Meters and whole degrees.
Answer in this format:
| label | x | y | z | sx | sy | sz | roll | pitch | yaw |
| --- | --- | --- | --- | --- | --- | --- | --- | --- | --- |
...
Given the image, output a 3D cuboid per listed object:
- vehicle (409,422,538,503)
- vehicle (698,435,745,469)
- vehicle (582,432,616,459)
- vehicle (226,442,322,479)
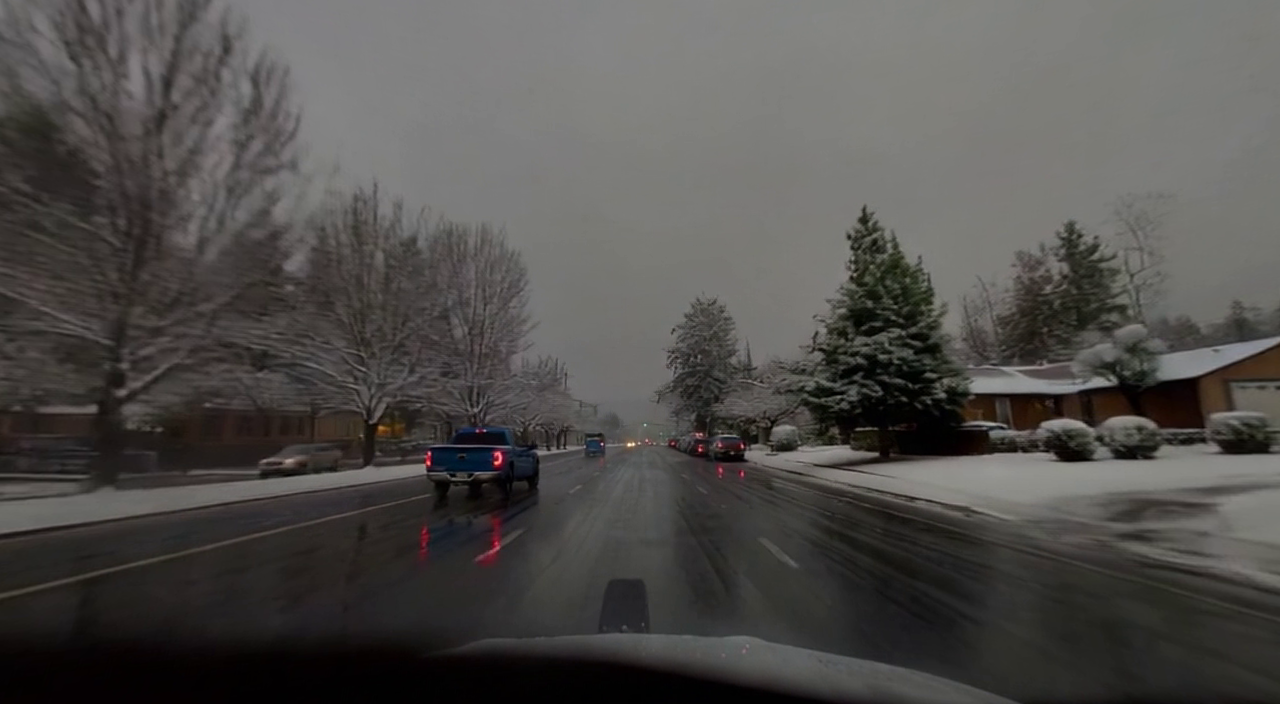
| label | x | y | z | sx | sy | sz | roll | pitch | yaw |
| --- | --- | --- | --- | --- | --- | --- | --- | --- | --- |
| vehicle | -4.017 | 2.758 | 16.149 | 2.002 | 1.747 | 4.728 | 0 | -8 | 0 |
| vehicle | 4.325 | 5.367 | 33.993 | 2.016 | 1.736 | 4.356 | 0 | -8 | 1 |
| vehicle | -3.178 | 7.323 | 49.444 | 2.230 | 1.987 | 4.385 | 0 | -8 | 2 |
| vehicle | -16.852 | 4.995 | 29.305 | 1.881 | 1.541 | 4.192 | 0 | -8 | 1 |
